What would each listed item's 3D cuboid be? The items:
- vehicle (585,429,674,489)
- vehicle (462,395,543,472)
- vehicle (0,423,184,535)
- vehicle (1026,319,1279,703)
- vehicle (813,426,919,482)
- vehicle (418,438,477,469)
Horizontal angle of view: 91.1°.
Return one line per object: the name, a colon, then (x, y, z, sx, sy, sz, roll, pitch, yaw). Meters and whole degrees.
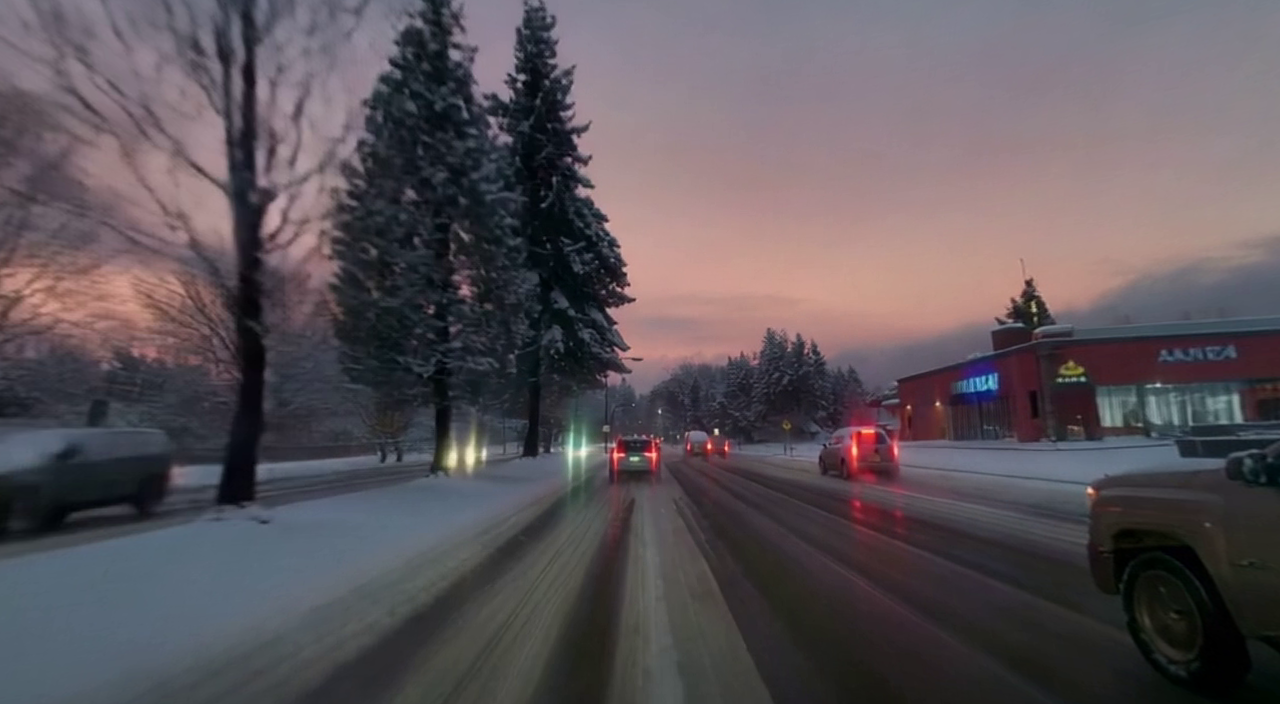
vehicle: (-0.269, 3.107, 18.585, 2.315, 1.563, 4.080, 0, -8, 0)
vehicle: (-8.055, 4.941, 37.854, 3.021, 4.215, 7.024, 0, -8, 1)
vehicle: (-11.841, 2.383, 12.270, 2.172, 1.865, 4.728, 0, -8, 1)
vehicle: (3.579, 0.658, 1.783, 2.090, 1.763, 4.560, 0, -8, 1)
vehicle: (7.844, 3.576, 22.290, 2.090, 1.768, 4.407, 0, -8, 0)
vehicle: (-11.682, 6.190, 38.455, 2.058, 1.759, 4.577, 0, -8, 2)
